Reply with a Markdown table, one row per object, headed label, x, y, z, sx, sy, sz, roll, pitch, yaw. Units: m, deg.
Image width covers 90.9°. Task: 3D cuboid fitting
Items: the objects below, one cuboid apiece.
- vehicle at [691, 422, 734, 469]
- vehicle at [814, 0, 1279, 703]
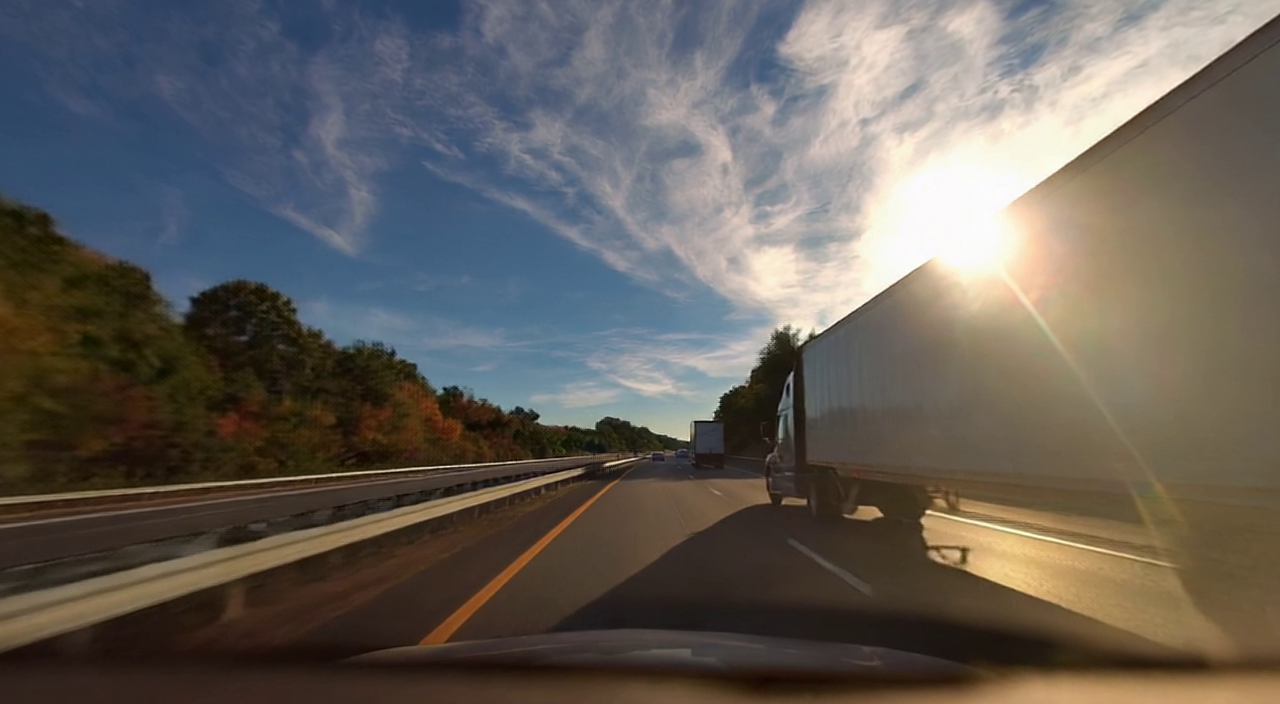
| label | x | y | z | sx | sy | sz | roll | pitch | yaw |
| --- | --- | --- | --- | --- | --- | --- | --- | --- | --- |
| vehicle | 5.494 | 7.295 | 48.948 | 2.682 | 3.349 | 7.138 | 0 | -9 | 2 |
| vehicle | 4.309 | 0.228 | 4.205 | 2.866 | 3.558 | 11.674 | 0 | -9 | -1 |
